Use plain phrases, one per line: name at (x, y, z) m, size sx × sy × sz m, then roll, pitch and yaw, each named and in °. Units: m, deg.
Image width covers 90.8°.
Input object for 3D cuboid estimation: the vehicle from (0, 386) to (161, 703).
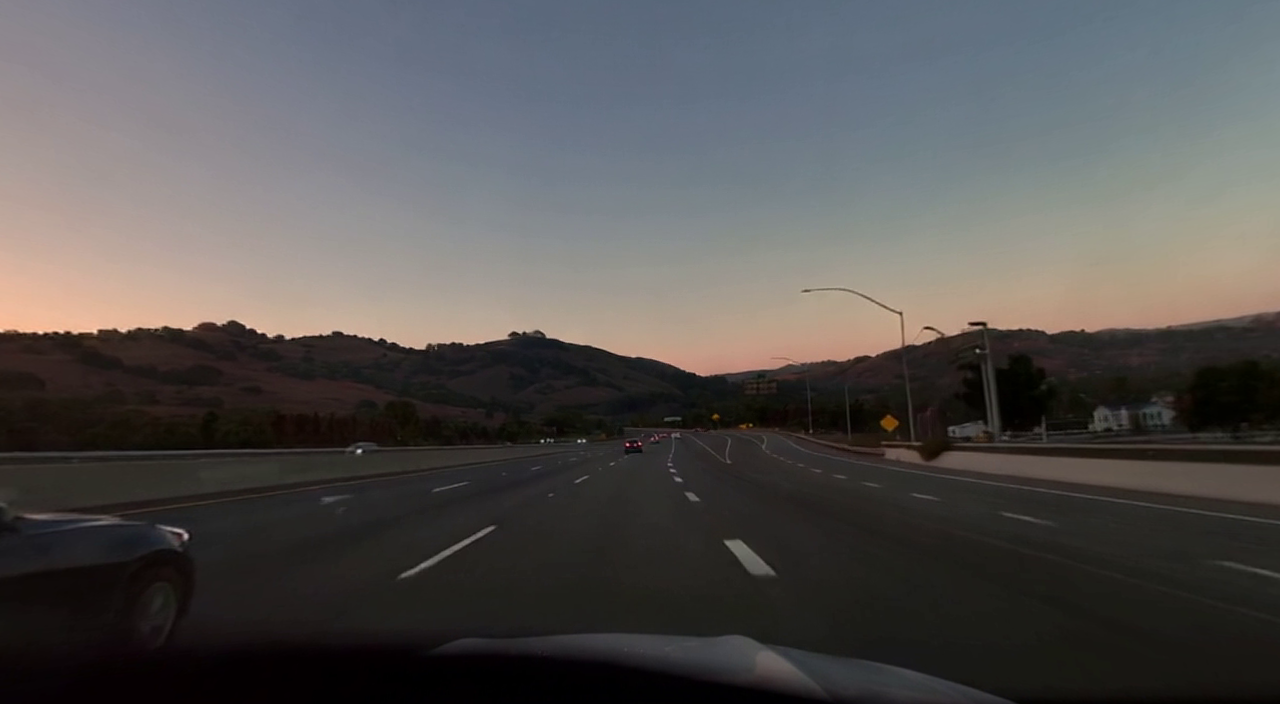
vehicle at (-3.816, 0.688, 1.104) m, size 1.984 × 1.553 × 5.065 m, roll 0°, pitch -8°, yaw 0°
